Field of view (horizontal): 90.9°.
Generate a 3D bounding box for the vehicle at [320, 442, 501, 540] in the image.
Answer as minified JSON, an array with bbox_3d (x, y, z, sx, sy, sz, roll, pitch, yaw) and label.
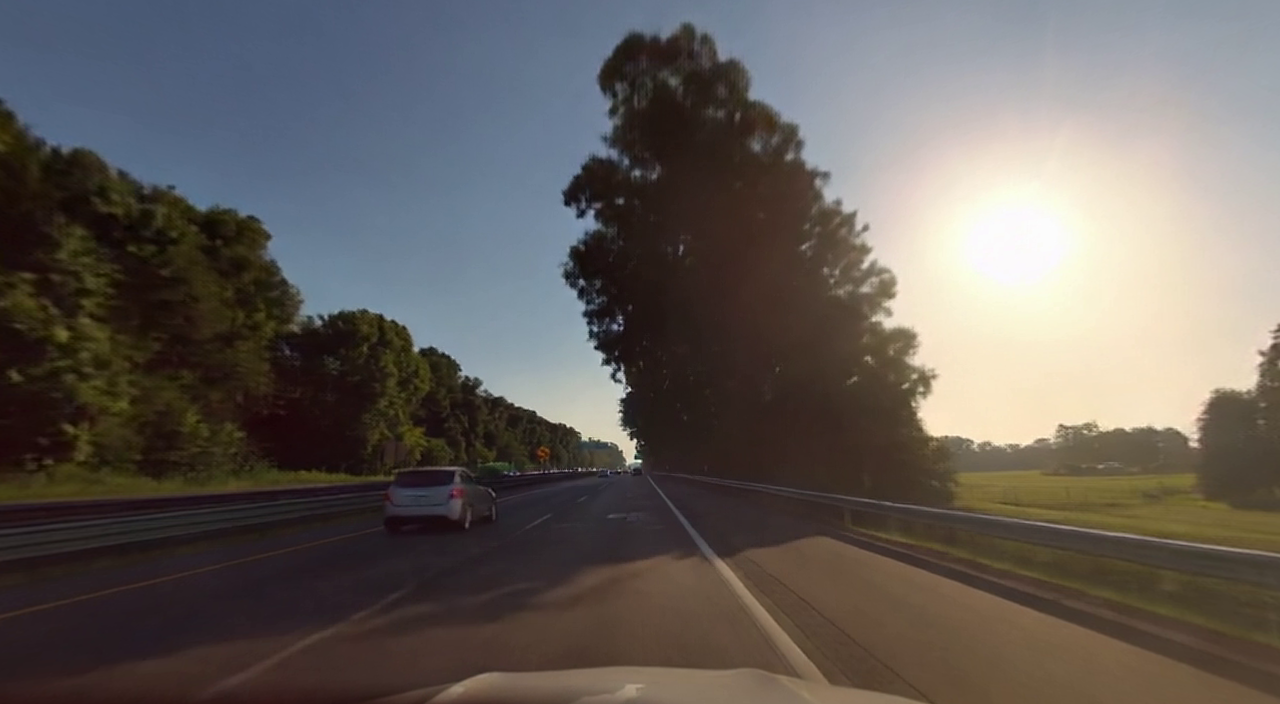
[{"bbox_3d":[-4.393,2.772,12.946,2.042,1.629,4.276,1,-11,0],"label":"vehicle"}]
